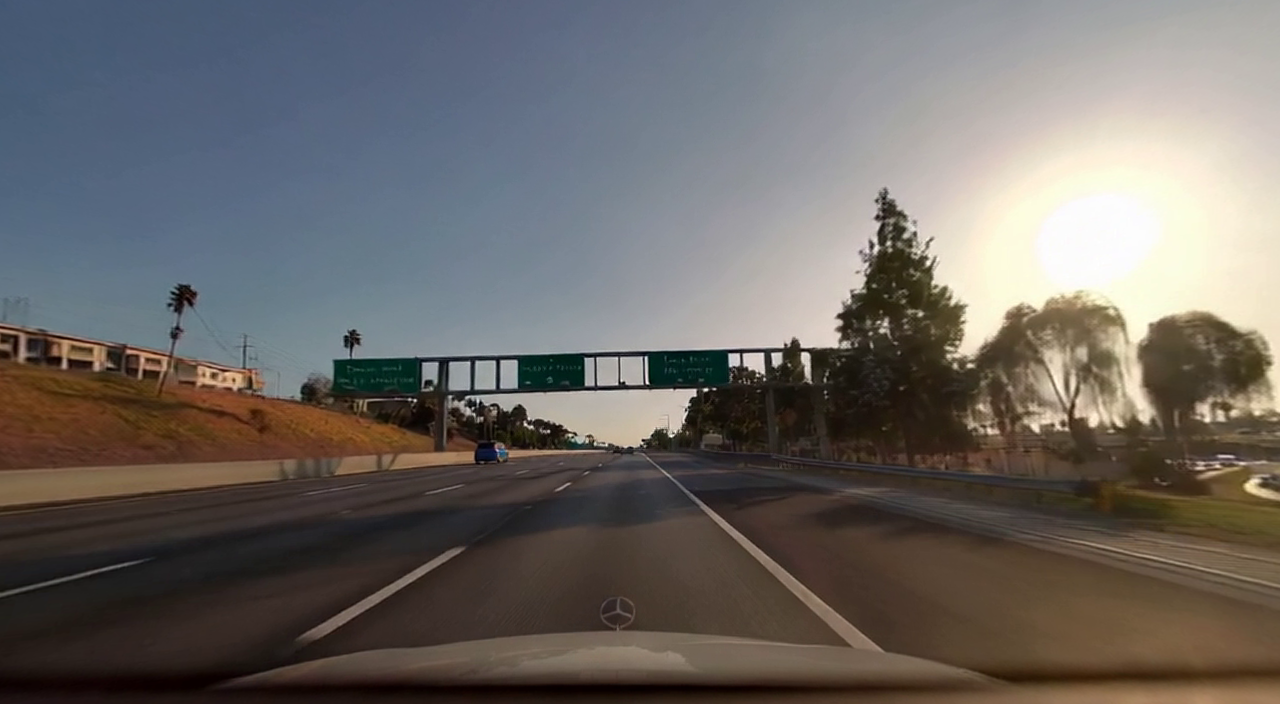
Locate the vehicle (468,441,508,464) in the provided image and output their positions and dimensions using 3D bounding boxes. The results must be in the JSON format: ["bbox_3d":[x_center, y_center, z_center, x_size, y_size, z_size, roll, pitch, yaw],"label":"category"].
[{"bbox_3d":[-11.952,7.925,49.903,2.016,1.754,4.543,0,-8,0],"label":"vehicle"}]
